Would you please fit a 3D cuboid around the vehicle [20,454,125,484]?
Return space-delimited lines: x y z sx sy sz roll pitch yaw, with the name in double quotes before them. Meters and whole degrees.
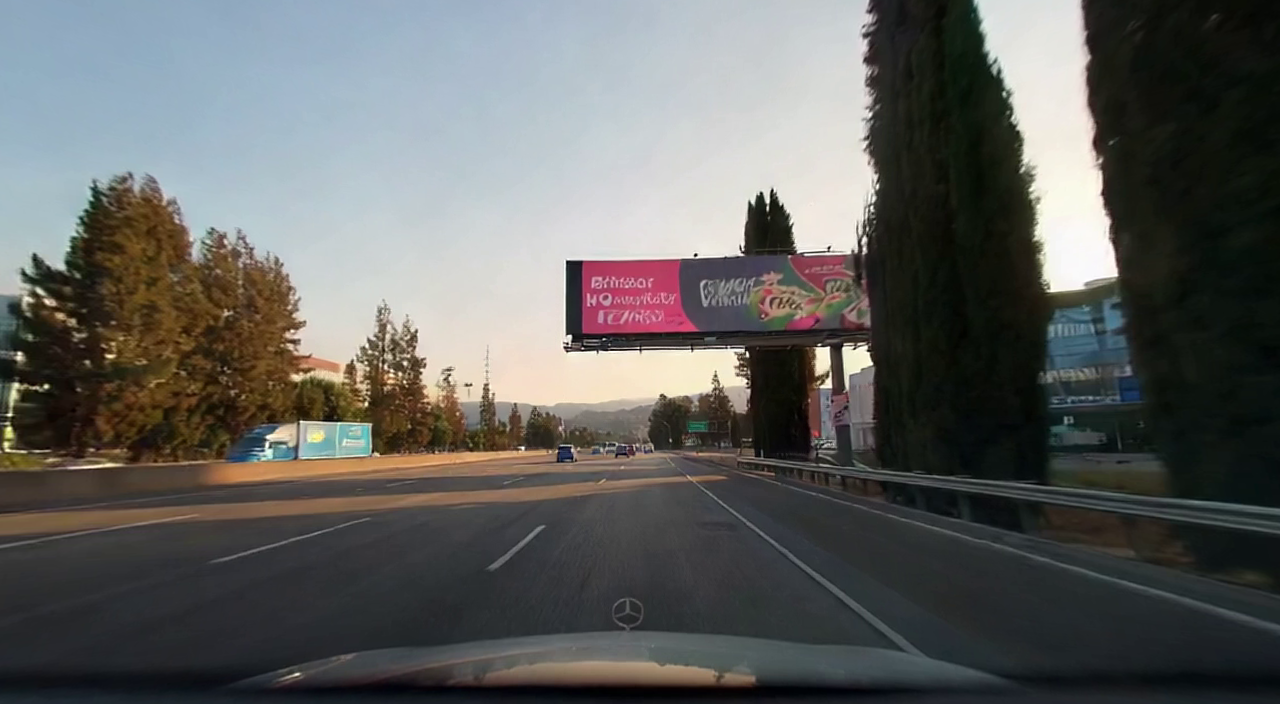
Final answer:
"vehicle" -31.754 6.541 35.494 1.916 1.476 4.229 0 -8 0

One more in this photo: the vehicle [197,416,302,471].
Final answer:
"vehicle" -28.023 6.652 45.725 3.018 3.658 6.782 0 -8 1
